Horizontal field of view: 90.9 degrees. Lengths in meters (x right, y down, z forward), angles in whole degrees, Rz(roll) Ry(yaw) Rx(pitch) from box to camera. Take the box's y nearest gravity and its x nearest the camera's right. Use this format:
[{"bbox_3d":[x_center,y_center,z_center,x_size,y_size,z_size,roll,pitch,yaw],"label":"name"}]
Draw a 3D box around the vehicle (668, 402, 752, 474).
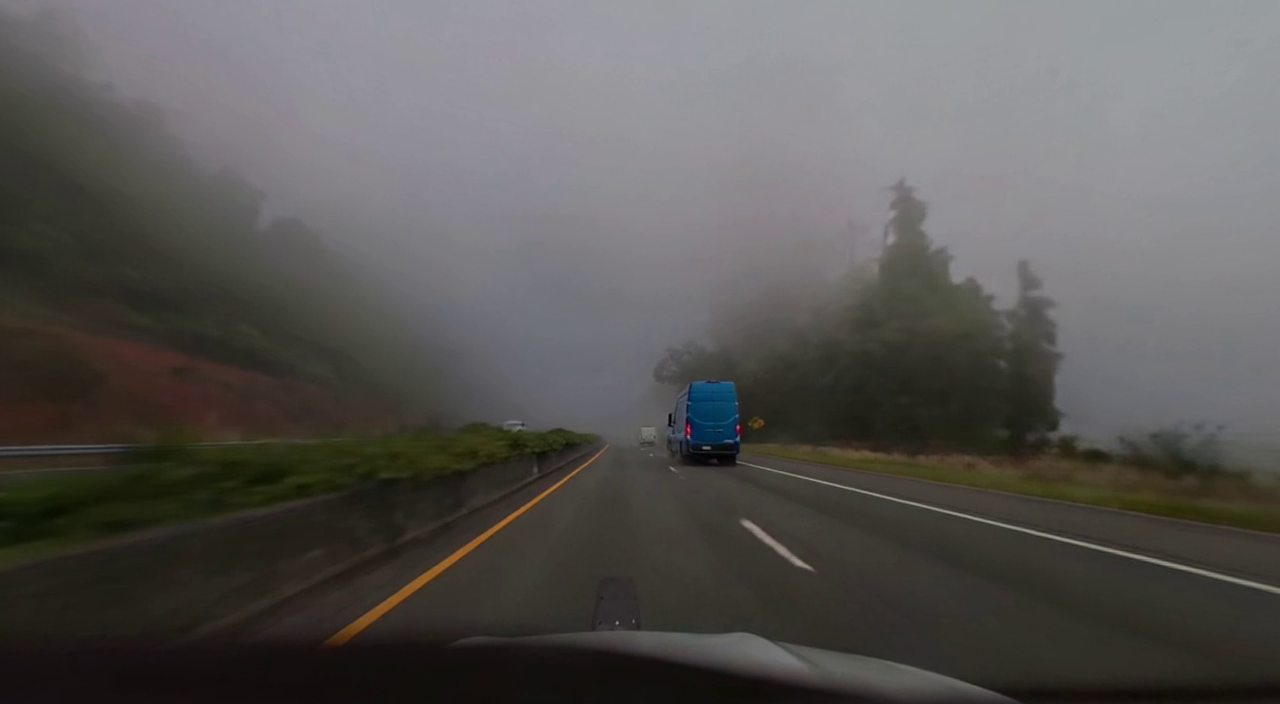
[{"bbox_3d":[2.664,3.527,25.898,2.570,2.596,6.082,0,-8,-2],"label":"vehicle"}]
